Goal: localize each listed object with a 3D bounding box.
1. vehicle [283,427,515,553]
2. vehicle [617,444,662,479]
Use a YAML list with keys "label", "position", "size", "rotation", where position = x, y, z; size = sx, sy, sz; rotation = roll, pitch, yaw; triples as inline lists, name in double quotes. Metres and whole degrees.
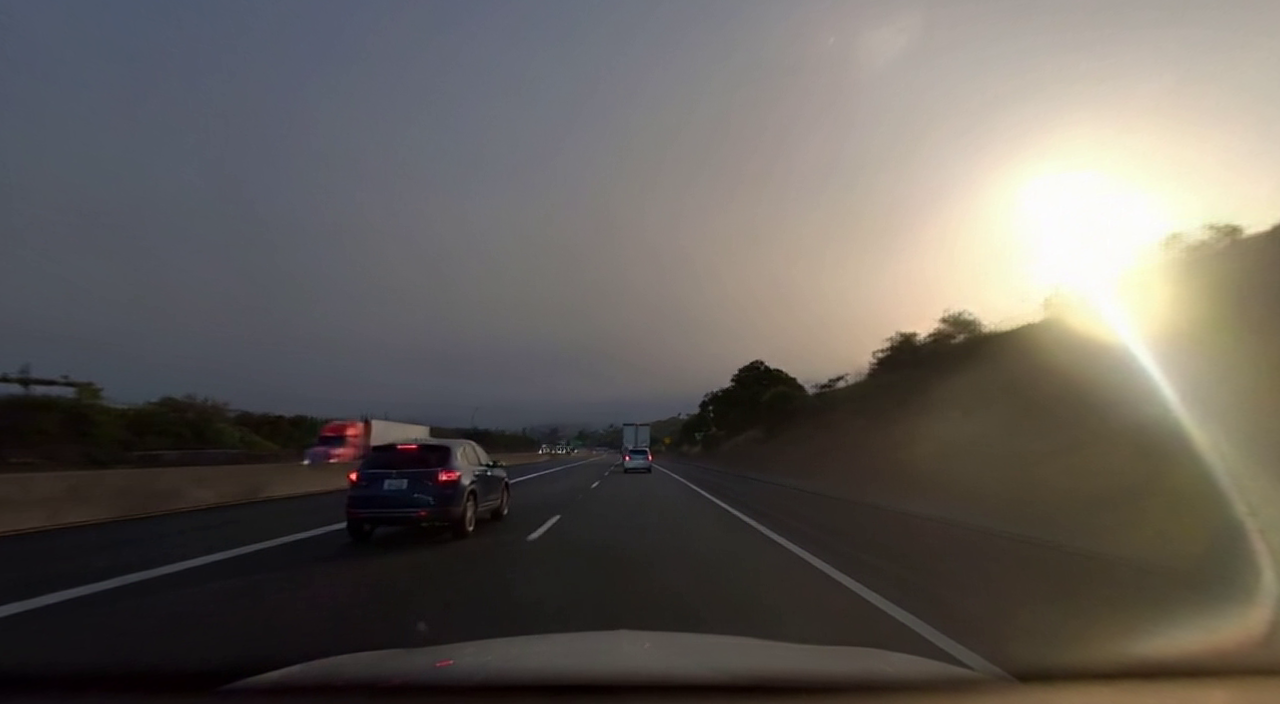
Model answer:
- label: "vehicle"
  position: [-3.717, 2.234, 10.850]
  size: [2.181, 1.653, 4.691]
  rotation: [0, -9, 0]
- label: "vehicle"
  position: [-0.035, 5.795, 33.339]
  size: [2.230, 1.715, 4.243]
  rotation: [0, -9, -1]
